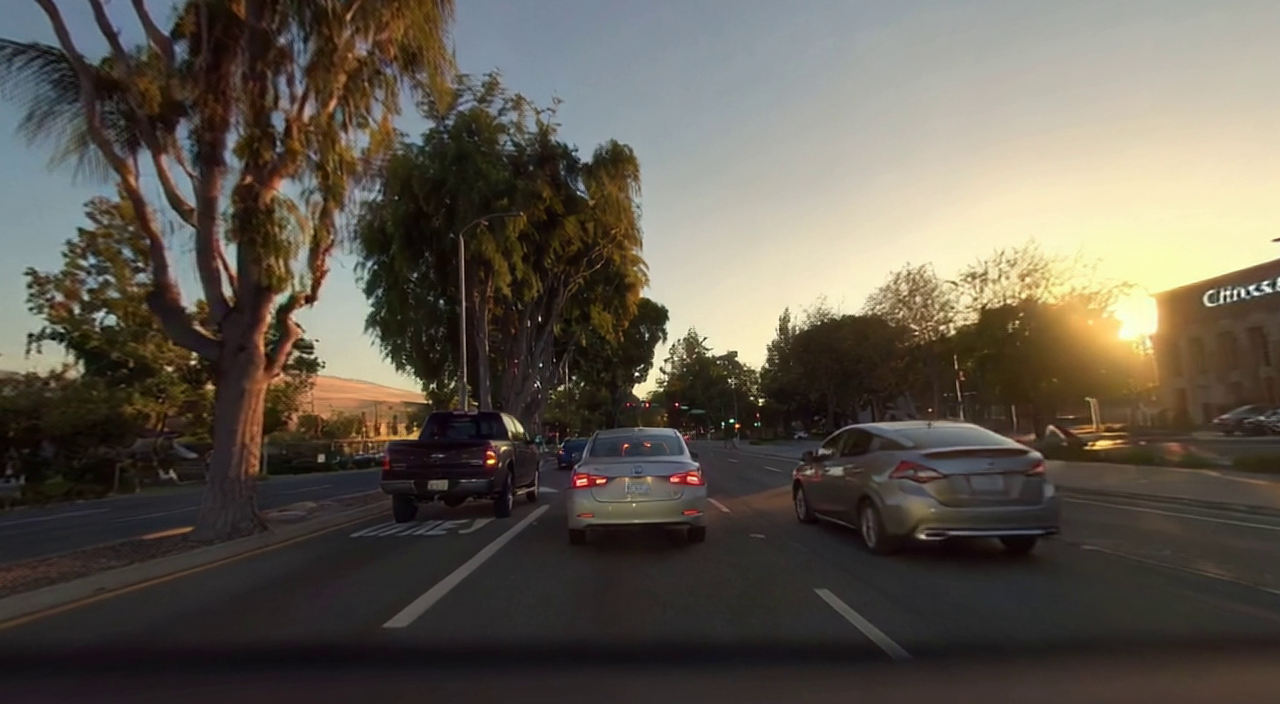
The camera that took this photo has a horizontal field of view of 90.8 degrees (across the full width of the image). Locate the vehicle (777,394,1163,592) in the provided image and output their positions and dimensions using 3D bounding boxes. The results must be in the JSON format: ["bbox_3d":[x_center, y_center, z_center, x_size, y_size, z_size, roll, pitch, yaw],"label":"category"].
[{"bbox_3d":[3.333,1.546,7.828,2.092,1.658,4.814,0,-8,-1],"label":"vehicle"}]

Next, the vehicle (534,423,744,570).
[{"bbox_3d":[-0.068,1.759,8.465,2.126,1.475,3.967,0,-8,-2],"label":"vehicle"}]

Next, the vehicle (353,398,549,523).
[{"bbox_3d":[-3.433,2.135,12.950,2.301,1.985,5.531,0,-8,0],"label":"vehicle"}]
